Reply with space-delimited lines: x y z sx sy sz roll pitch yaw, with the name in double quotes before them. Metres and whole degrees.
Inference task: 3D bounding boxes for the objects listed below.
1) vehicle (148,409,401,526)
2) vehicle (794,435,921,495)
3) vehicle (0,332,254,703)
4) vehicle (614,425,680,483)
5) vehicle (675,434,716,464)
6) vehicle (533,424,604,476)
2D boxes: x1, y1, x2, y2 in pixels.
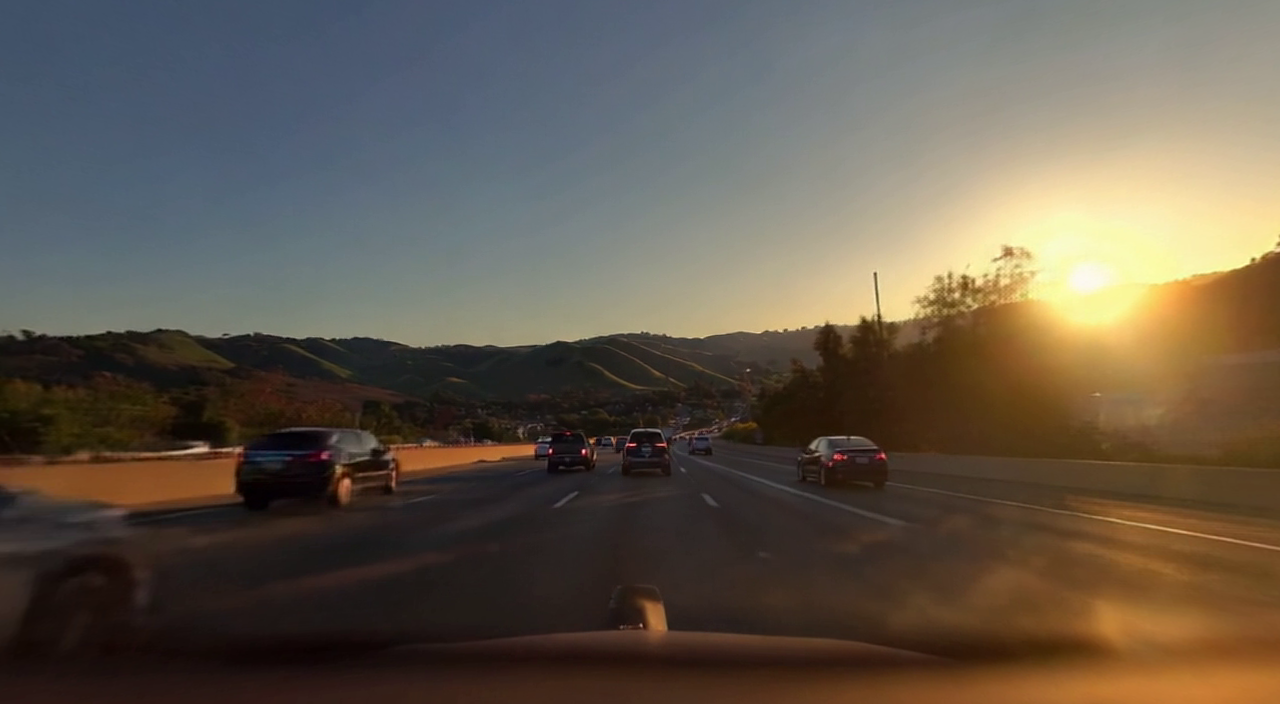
"vehicle" -6.618 2.149 12.220 2.036 1.813 4.564 -1 -8 2
"vehicle" 5.928 3.115 17.836 1.998 1.456 4.338 0 -8 0
"vehicle" -3.859 0.718 1.991 2.160 1.799 5.001 0 -8 -1
"vehicle" 0.279 3.483 21.738 2.052 1.808 3.898 -1 -8 2
"vehicle" 3.448 6.112 39.889 2.067 1.775 4.372 0 -8 -2
"vehicle" -2.962 4.242 27.504 2.316 1.999 5.765 0 -8 1
